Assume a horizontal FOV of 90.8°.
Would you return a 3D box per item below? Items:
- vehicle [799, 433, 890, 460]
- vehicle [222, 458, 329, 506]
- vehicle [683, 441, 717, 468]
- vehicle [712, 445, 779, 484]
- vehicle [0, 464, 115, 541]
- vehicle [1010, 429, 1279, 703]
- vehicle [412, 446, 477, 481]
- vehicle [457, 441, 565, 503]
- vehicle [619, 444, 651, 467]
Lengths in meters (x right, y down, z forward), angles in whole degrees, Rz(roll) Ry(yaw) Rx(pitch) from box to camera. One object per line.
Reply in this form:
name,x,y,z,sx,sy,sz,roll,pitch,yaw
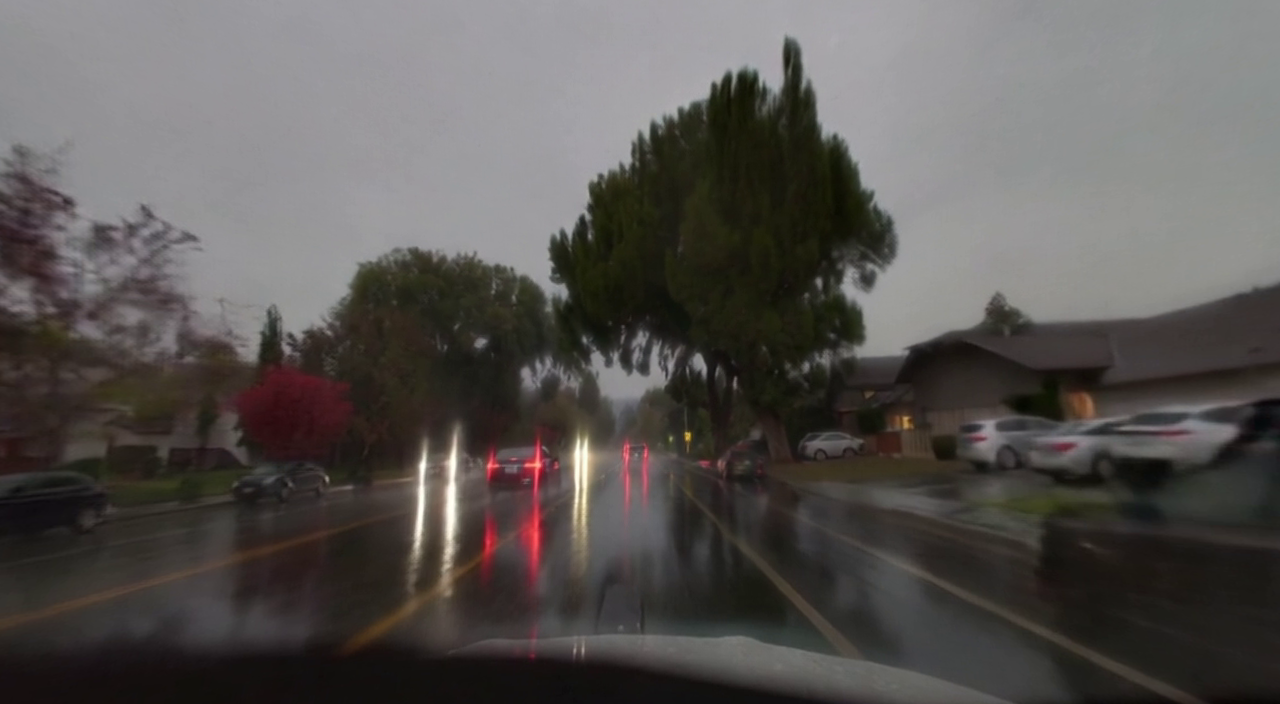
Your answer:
vehicle,11.618,5.391,36.125,4.537,1.465,1.923,0,-8,2
vehicle,-14.781,5.246,25.949,1.998,1.498,4.668,-5,-8,-5
vehicle,4.054,7.051,43.654,1.943,1.788,4.462,0,-9,0
vehicle,4.289,4.615,26.312,1.944,1.470,4.530,0,-9,-1
vehicle,-14.570,3.414,13.968,1.904,1.497,4.848,-5,-8,-1
vehicle,4.250,1.151,3.330,1.881,1.480,4.536,0,-9,1
vehicle,-10.271,5.882,33.528,1.937,1.701,4.438,0,-9,1
vehicle,-3.385,3.235,17.547,2.027,1.477,4.413,0,-9,1
vehicle,-0.322,7.102,43.412,2.088,1.495,4.048,0,-9,0
